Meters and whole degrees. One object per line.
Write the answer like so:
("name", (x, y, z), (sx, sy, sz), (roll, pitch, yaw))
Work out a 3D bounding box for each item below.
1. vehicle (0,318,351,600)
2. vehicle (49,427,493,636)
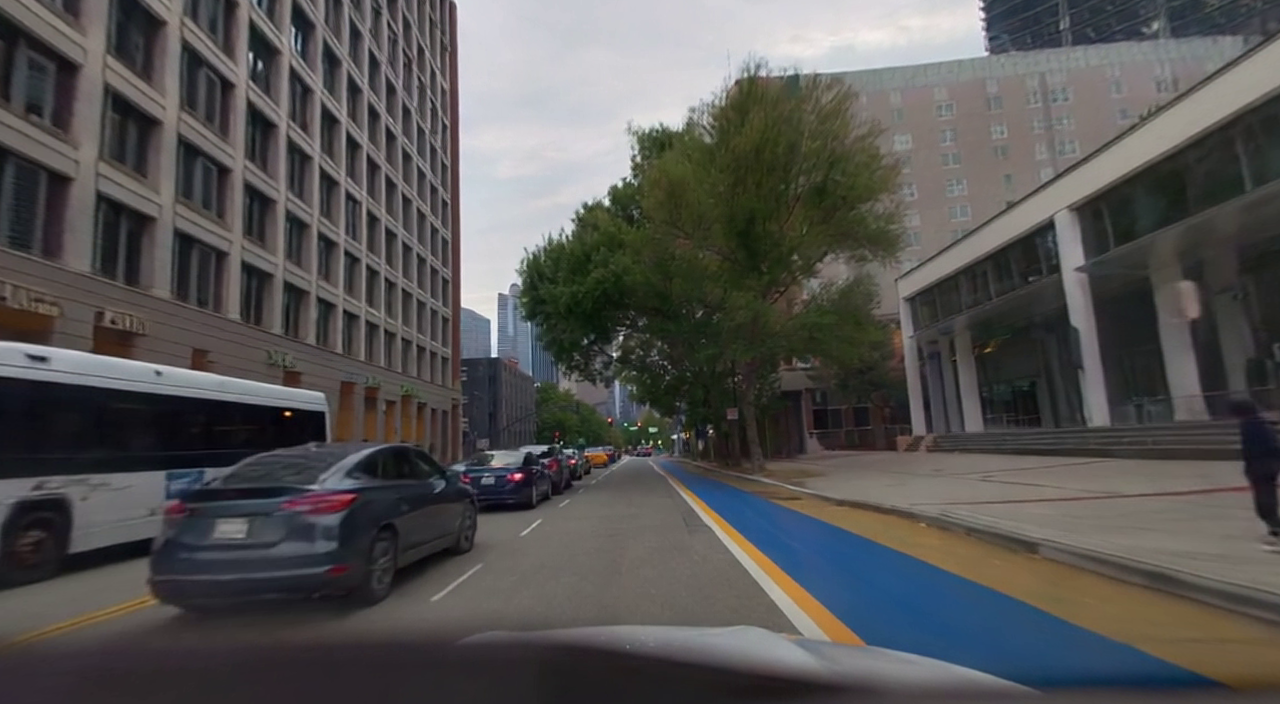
("vehicle", (-9.372, 2.035, 11.632), (3.233, 3.399, 10.283), (-8, -8, -1))
("vehicle", (-3.499, 1.783, 7.460), (2.266, 1.621, 4.783), (-1, -8, 1))
